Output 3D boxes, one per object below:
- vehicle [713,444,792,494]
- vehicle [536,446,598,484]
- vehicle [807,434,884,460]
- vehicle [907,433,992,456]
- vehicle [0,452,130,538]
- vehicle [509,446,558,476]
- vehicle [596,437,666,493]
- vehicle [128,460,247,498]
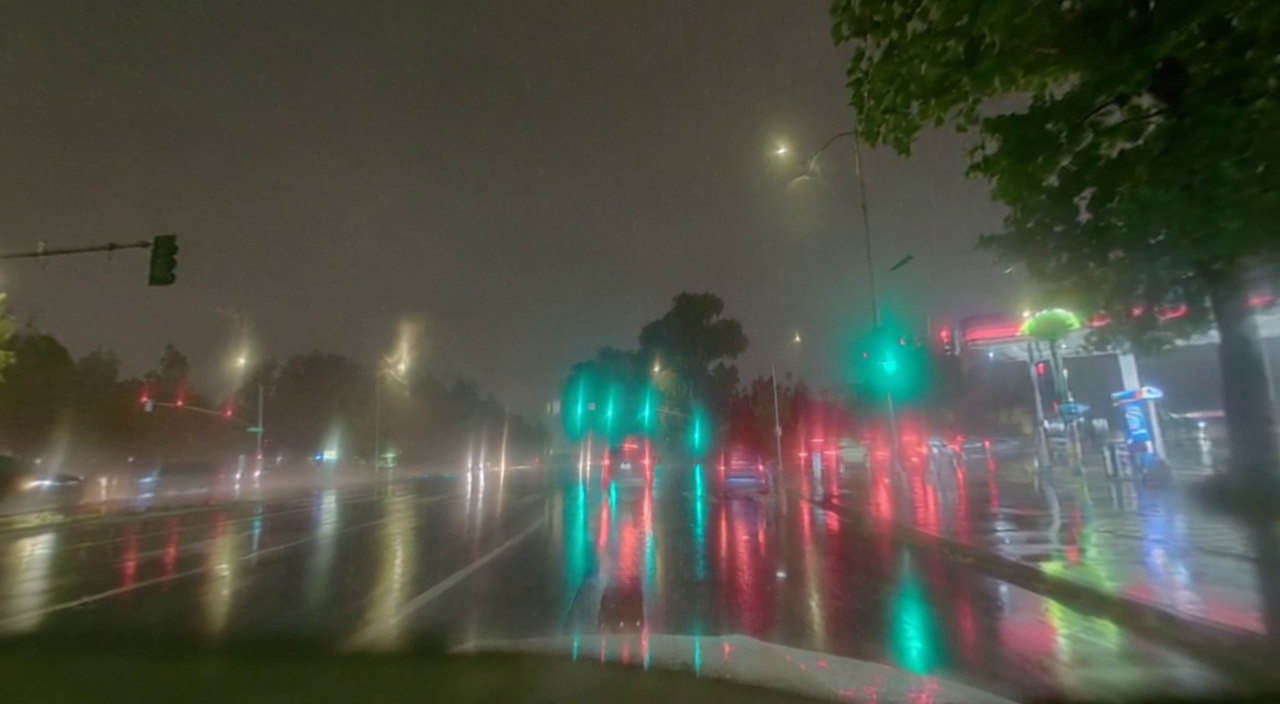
[{"bbox_3d":[3.880,3.839,21.156,1.976,1.462,4.342,-3,-9,18],"label":"vehicle"},{"bbox_3d":[-3.072,4.856,27.535,2.003,1.492,4.291,-1,-8,3],"label":"vehicle"},{"bbox_3d":[13.797,6.427,42.604,4.524,1.681,1.823,0,-8,0],"label":"vehicle"},{"bbox_3d":[20.684,6.200,42.326,4.700,1.417,1.789,0,-8,2],"label":"vehicle"},{"bbox_3d":[-13.446,2.899,12.980,1.995,1.626,4.592,0,-8,2],"label":"vehicle"},{"bbox_3d":[-6.345,6.502,38.051,2.018,1.692,4.226,-1,-8,3],"label":"vehicle"},{"bbox_3d":[-0.227,3.860,22.000,2.210,1.722,4.215,0,-8,2],"label":"vehicle"},{"bbox_3d":[-21.032,5.902,29.684,1.949,1.480,4.932,0,-8,1],"label":"vehicle"}]
